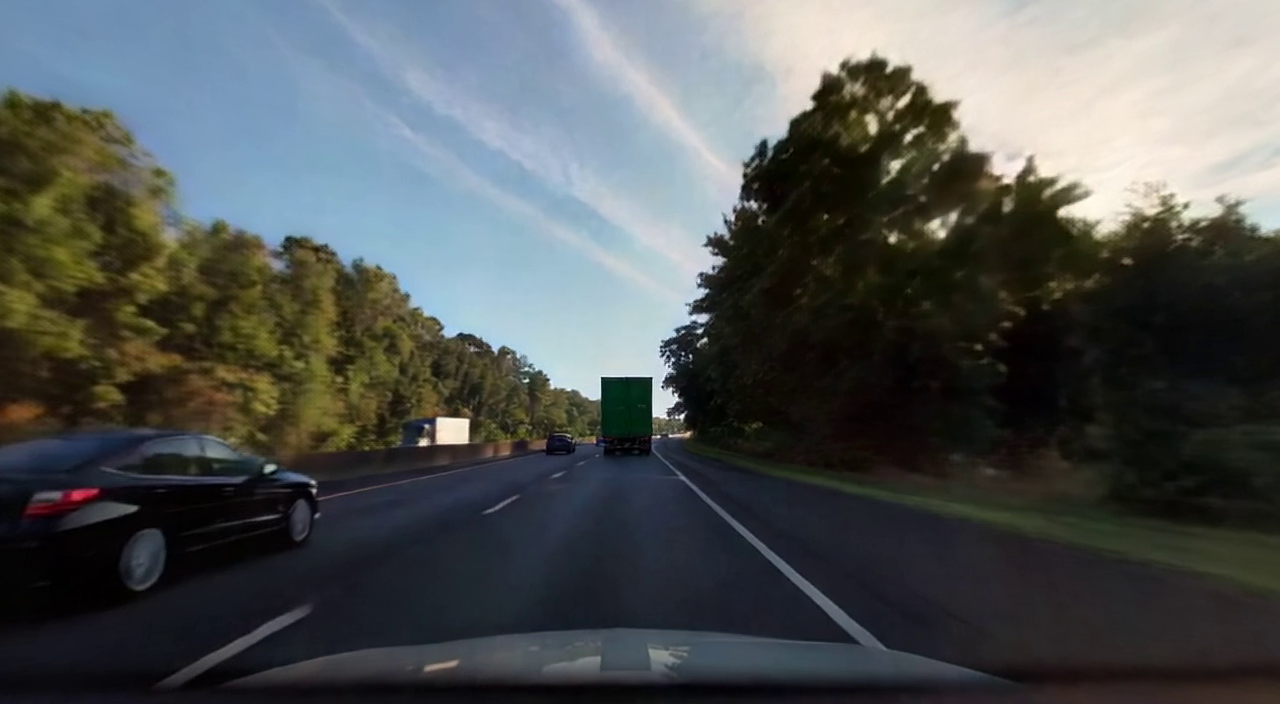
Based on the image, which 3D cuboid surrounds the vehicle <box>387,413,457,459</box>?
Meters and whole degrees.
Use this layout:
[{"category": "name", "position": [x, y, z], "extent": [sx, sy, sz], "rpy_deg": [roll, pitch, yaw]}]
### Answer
[{"category": "vehicle", "position": [-16.851, 6.566, 49.267], "extent": [2.645, 3.229, 7.395], "rpy_deg": [0, -8, 1]}]

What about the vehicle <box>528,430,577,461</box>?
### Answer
[{"category": "vehicle", "position": [-5.006, 5.443, 36.850], "extent": [2.138, 1.697, 4.587], "rpy_deg": [0, -8, 1]}]

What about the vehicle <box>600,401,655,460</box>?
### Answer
[{"category": "vehicle", "position": [-0.523, 3.416, 27.346], "extent": [2.319, 2.461, 1.270], "rpy_deg": [0, -8, -1]}]

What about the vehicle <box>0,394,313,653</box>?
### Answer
[{"category": "vehicle", "position": [-4.747, 1.229, 5.284], "extent": [1.909, 1.520, 3.897], "rpy_deg": [0, -8, 0]}]
